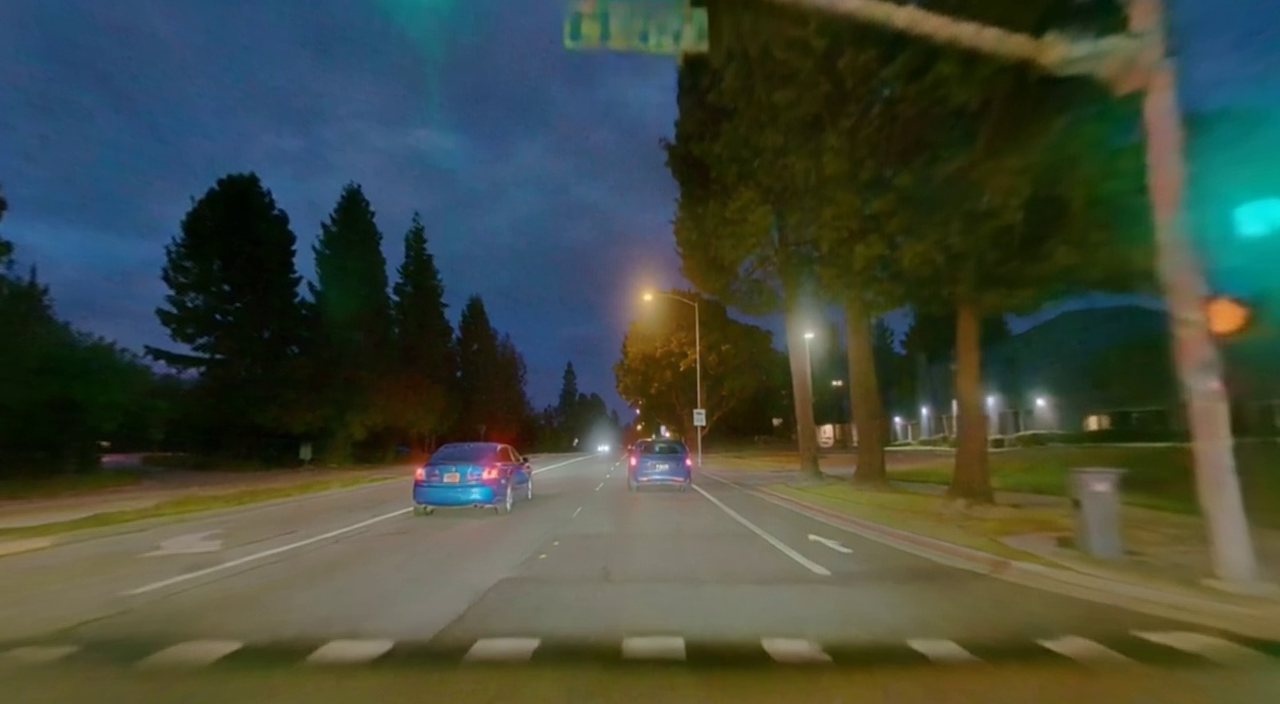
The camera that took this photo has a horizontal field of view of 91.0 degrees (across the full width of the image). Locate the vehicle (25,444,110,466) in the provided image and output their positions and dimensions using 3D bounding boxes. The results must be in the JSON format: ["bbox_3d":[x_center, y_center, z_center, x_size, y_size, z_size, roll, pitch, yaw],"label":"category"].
[{"bbox_3d":[-40.704,7.328,44.917,1.856,1.459,4.521,0,-8,-1],"label":"vehicle"}]

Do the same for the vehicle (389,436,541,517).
[{"bbox_3d":[-3.466,2.533,13.393,2.036,1.447,4.044,0,-8,0],"label":"vehicle"}]

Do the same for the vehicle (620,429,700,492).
[{"bbox_3d":[0.497,3.455,20.475,2.215,1.799,4.426,0,-8,-3],"label":"vehicle"}]
